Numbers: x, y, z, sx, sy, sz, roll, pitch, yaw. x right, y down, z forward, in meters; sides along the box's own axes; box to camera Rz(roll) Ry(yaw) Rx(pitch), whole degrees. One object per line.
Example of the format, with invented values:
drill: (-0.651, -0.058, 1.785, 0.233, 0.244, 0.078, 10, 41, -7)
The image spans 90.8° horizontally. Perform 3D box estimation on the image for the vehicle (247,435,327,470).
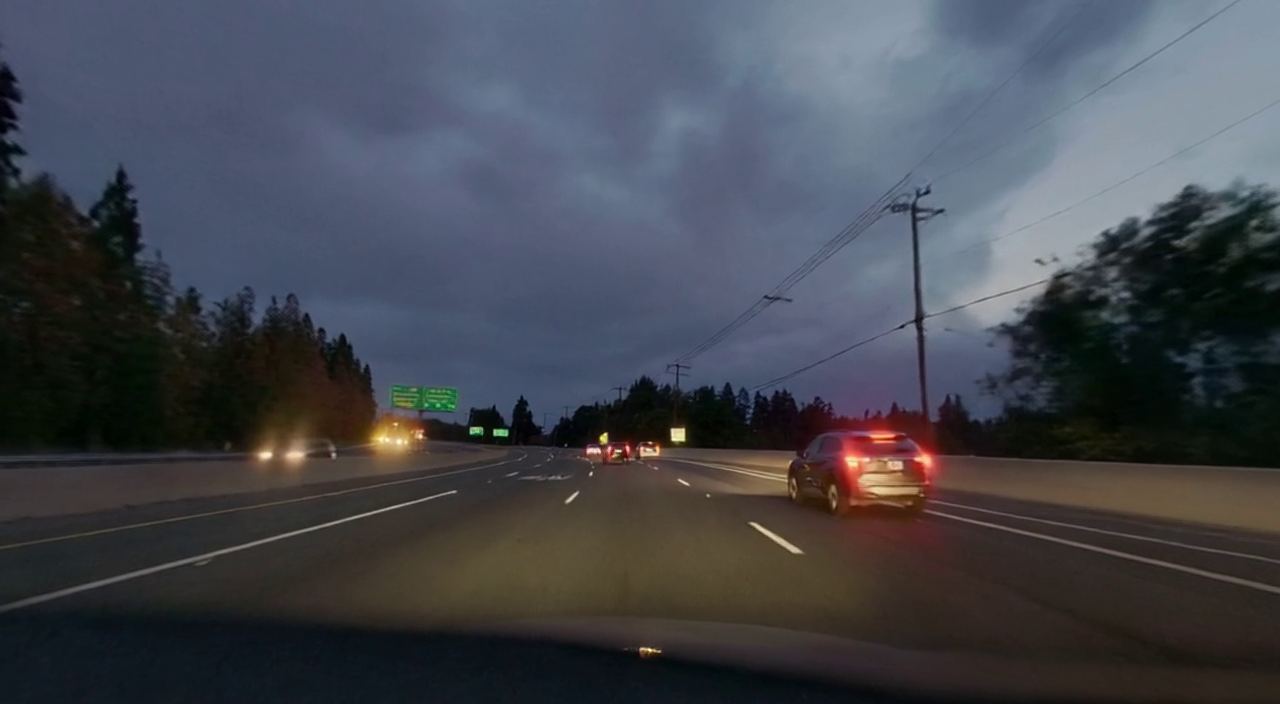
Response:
vehicle: (-19.215, 5.497, 34.631, 1.999, 1.779, 4.398, 0, -9, -3)

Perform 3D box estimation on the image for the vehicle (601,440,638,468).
vehicle: (-1.436, 6.794, 42.212, 2.188, 1.714, 3.921, 1, -9, -6)

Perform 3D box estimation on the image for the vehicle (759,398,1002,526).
vehicle: (4.430, 2.201, 13.161, 2.504, 2.033, 5.979, 0, -8, -2)
